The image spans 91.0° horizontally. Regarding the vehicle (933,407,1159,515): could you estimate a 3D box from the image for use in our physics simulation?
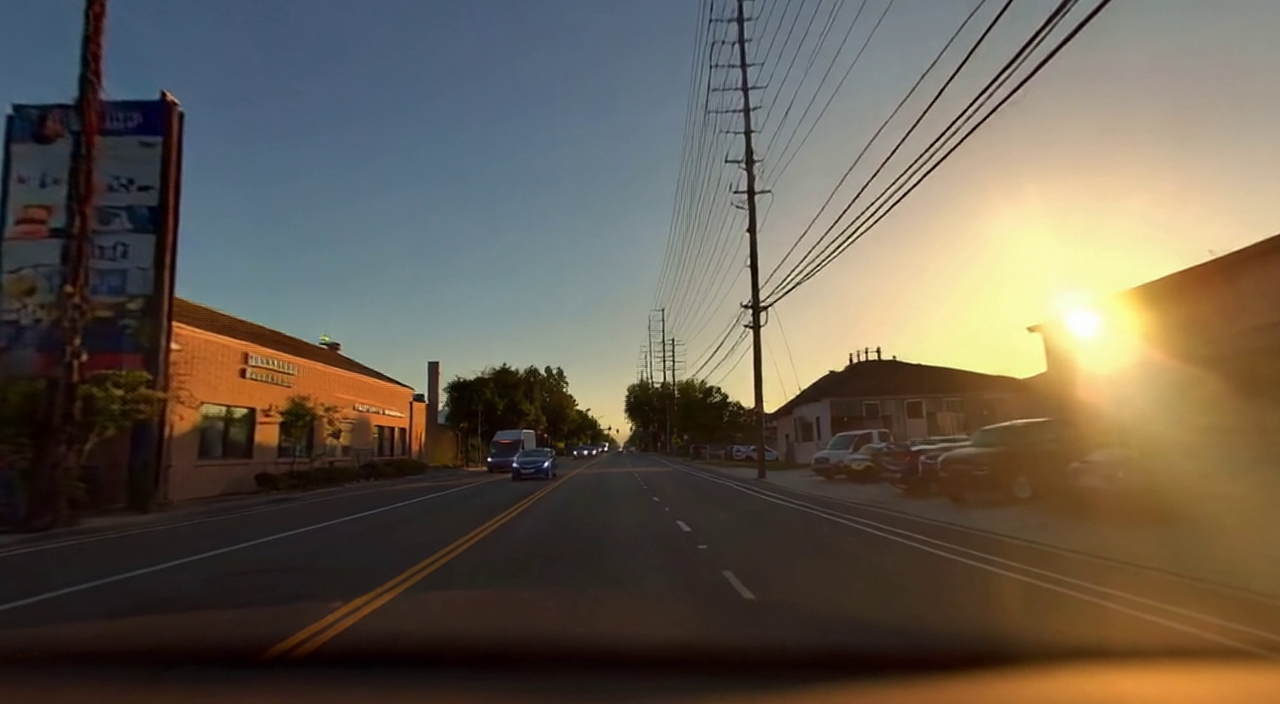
[{"bbox_3d":[9.465,2.427,14.532,5.414,2.035,2.476,6,-10,-36],"label":"vehicle"}]

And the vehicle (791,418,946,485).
[{"bbox_3d":[9.138,3.863,24.837,6.532,2.291,2.575,6,-11,-38],"label":"vehicle"}]

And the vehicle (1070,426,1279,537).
[{"bbox_3d":[9.906,2.145,11.114,4.667,1.548,2.143,5,-10,-34],"label":"vehicle"}]

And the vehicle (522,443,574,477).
[{"bbox_3d":[-4.526,5.399,31.709,1.998,1.562,4.433,0,-8,-1],"label":"vehicle"}]

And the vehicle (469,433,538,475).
[{"bbox_3d":[-8.418,6.383,39.819,2.909,2.362,7.390,0,-8,-1],"label":"vehicle"}]
